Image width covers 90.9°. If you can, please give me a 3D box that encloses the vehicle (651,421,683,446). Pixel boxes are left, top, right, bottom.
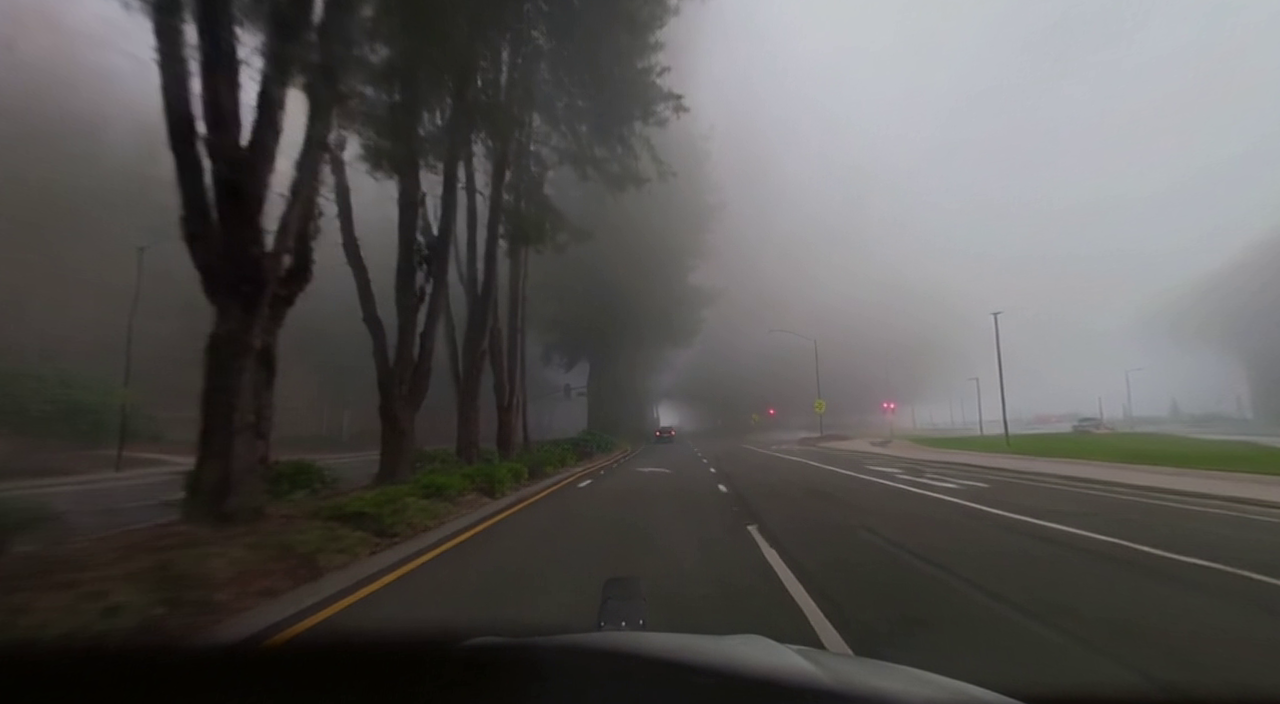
[{"bbox_3d":[2.089,6.132,47.523,2.298,1.770,4.138,-1,-7,4],"label":"vehicle"}]
